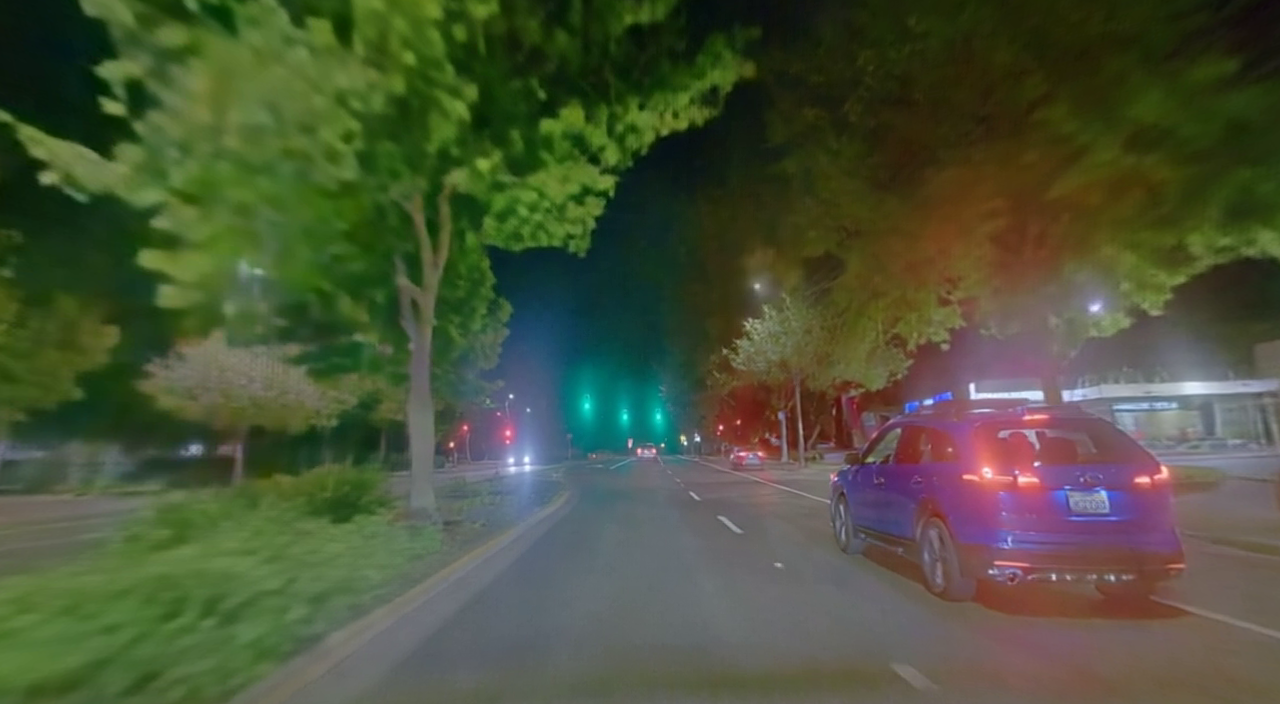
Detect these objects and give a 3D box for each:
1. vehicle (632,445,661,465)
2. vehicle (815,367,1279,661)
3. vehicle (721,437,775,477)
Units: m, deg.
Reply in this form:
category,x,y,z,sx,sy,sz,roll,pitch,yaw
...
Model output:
category,x,y,z,sx,sy,sz,roll,pitch,yaw
vehicle,0.527,7.882,48.286,2.131,1.474,4.146,0,-8,1
vehicle,3.393,1.344,6.255,2.033,1.865,4.360,0,-8,0
vehicle,5.338,5.259,31.840,2.085,1.828,5.383,0,-8,3
